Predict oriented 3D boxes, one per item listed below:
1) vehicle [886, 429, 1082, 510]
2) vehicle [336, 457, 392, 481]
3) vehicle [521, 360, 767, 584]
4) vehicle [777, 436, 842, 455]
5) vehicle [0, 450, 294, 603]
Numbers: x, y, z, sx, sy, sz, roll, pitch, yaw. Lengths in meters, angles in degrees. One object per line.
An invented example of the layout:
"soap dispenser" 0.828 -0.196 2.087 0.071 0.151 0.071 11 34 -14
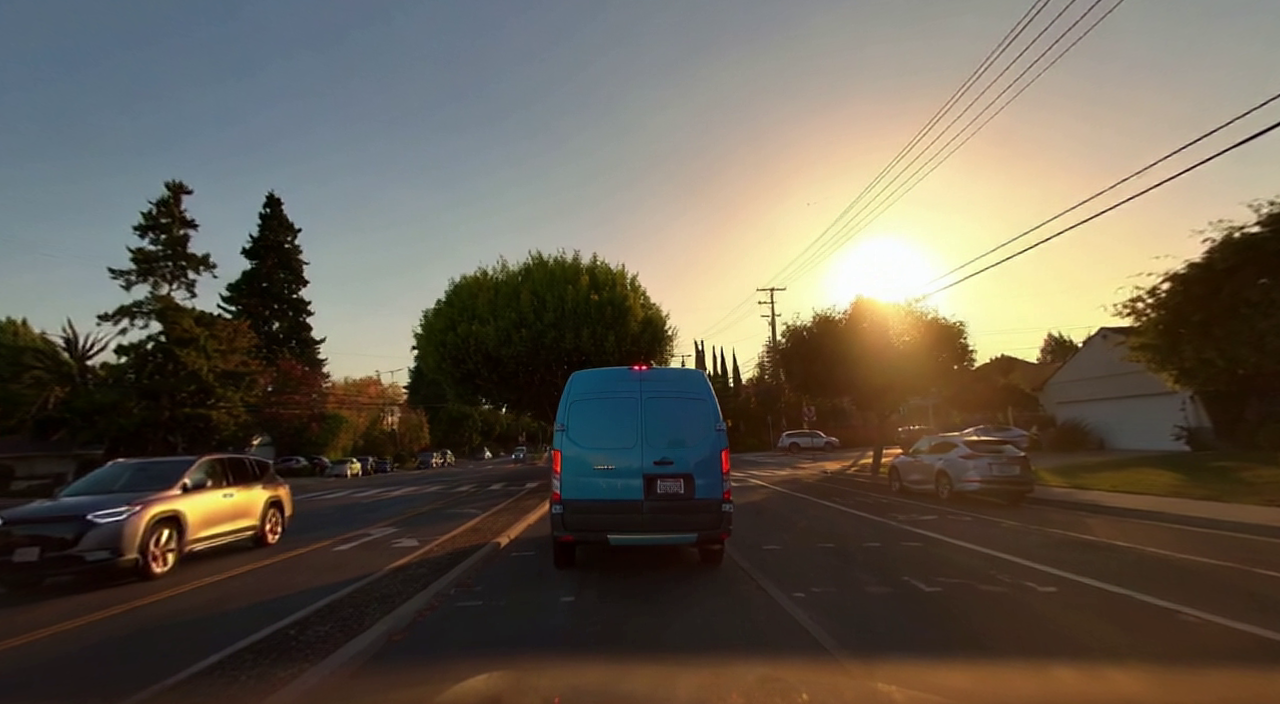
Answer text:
"vehicle" 7.358 2.547 14.127 1.883 1.504 4.220 0 -9 -2
"vehicle" -18.316 7.781 42.115 1.816 1.445 4.120 0 -9 1
"vehicle" 0.035 1.502 8.539 2.342 2.142 4.809 0 -9 0
"vehicle" 13.135 7.287 49.180 4.483 1.463 1.805 0 -9 -1
"vehicle" -7.472 2.372 9.603 1.997 1.724 4.417 0 -9 -2
